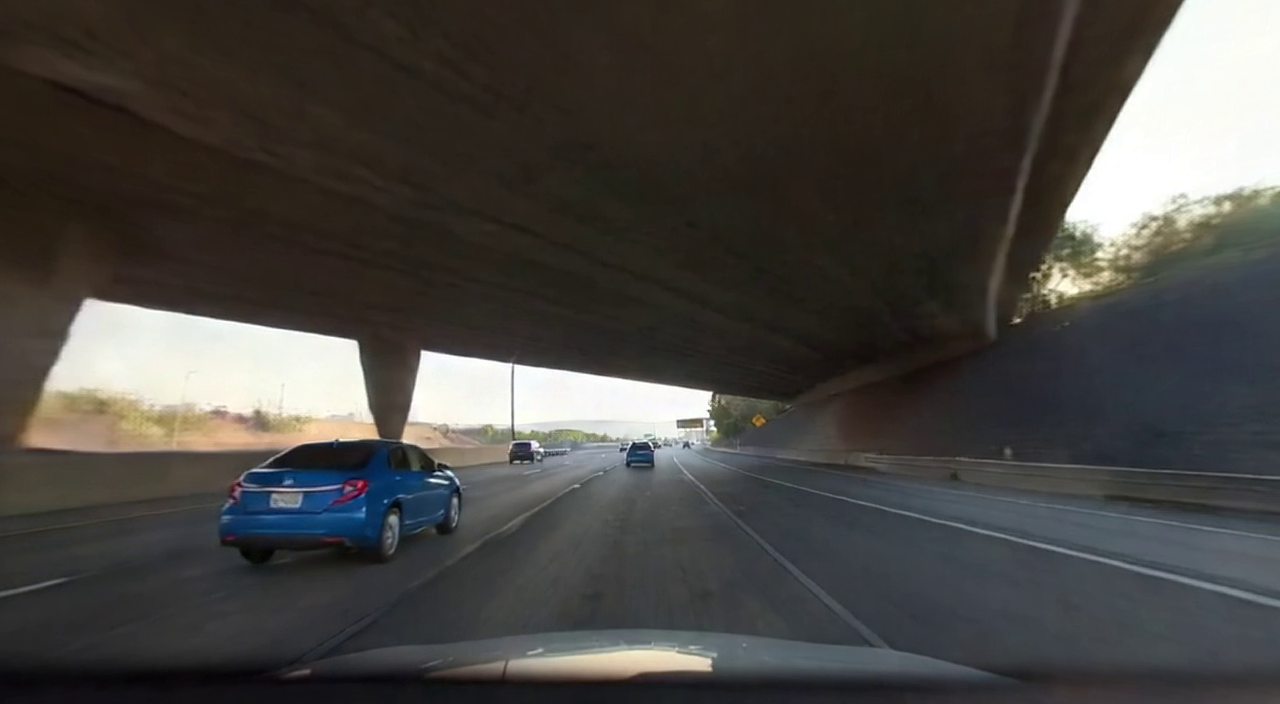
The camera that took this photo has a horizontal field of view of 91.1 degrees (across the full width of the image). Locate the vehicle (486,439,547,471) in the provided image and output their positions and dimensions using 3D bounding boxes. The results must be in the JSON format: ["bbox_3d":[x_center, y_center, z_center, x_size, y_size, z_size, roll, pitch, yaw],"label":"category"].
[{"bbox_3d":[-6.205,5.225,32.085,1.994,1.519,4.668,0,-9,2],"label":"vehicle"}]

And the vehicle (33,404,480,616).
[{"bbox_3d":[-3.543,1.552,7.150,2.124,1.607,4.531,0,-9,1],"label":"vehicle"}]

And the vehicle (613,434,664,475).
[{"bbox_3d":[-0.027,4.650,28.580,2.155,1.690,4.318,0,-9,1],"label":"vehicle"}]
